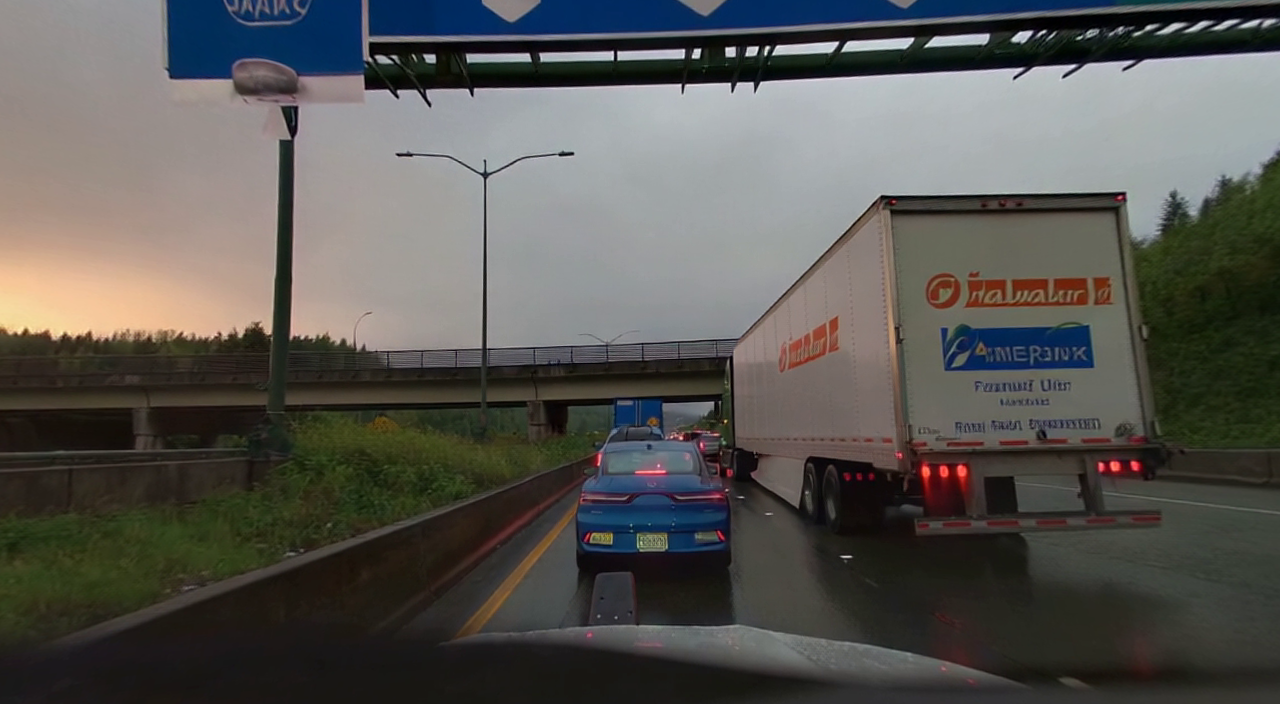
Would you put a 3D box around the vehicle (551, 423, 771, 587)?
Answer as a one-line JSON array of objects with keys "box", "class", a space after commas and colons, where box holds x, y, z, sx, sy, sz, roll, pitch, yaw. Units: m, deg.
[{"box": [0.182, 1.678, 7.713, 2.045, 1.490, 3.597, -1, -8, 0], "class": "vehicle"}]

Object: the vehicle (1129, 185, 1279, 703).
[{"box": [4.727, 0.120, 0.651, 2.892, 2.615, 6.650, 0, -8, -2], "class": "vehicle"}]

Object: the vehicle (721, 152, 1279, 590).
[{"box": [4.187, 1.069, 12.943, 2.827, 4.081, 14.305, 0, -8, -1], "class": "vehicle"}]
